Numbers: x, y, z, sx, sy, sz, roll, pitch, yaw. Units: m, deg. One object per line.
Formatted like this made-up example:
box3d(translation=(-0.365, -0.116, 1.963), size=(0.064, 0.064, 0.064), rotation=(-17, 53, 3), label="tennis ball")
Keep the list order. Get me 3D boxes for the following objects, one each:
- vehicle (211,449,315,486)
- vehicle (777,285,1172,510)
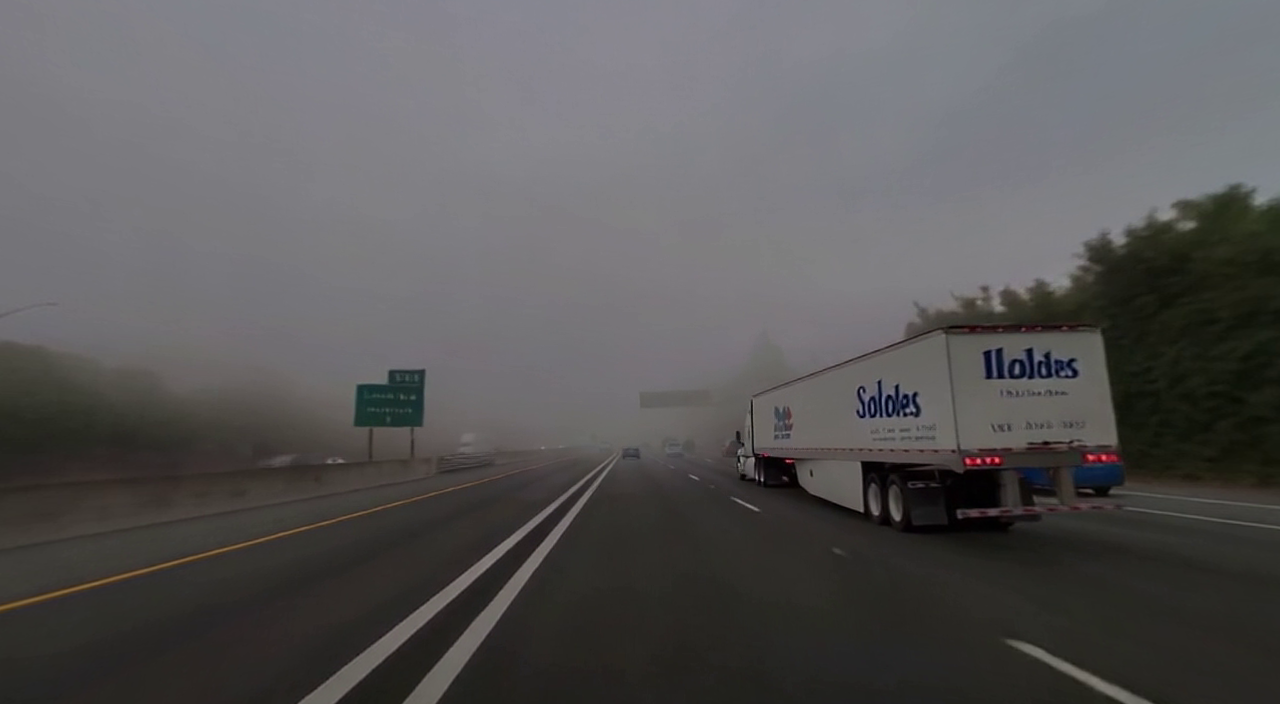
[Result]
box3d(translation=(-19.365, 5.907, 32.792), size=(2.272, 1.726, 5.194), rotation=(0, -8, -1), label="vehicle")
box3d(translation=(7.840, 1.996, 19.750), size=(2.892, 4.128, 16.495), rotation=(0, -8, -2), label="vehicle")
